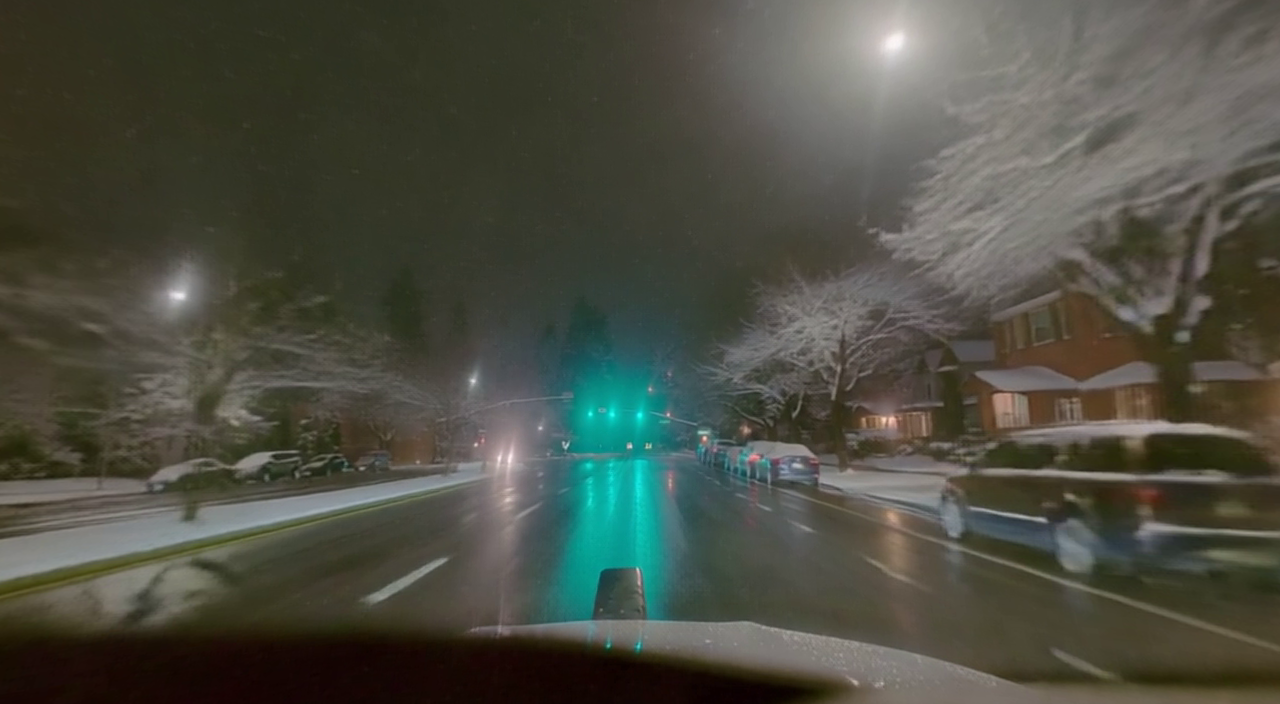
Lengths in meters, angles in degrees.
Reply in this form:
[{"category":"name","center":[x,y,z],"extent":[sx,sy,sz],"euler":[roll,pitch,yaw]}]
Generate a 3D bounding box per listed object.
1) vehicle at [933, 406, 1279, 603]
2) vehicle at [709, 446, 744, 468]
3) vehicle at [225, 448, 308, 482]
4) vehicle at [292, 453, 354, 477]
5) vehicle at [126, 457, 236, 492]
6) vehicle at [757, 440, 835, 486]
[{"category":"vehicle","center":[5.948,1.773,8.210],"extent":[2.004,1.816,4.585],"euler":[0,-9,0]},{"category":"vehicle","center":[6.181,7.547,45.389],"extent":[1.901,1.470,4.580],"euler":[0,-9,0]},{"category":"vehicle","center":[-21.870,6.618,37.008],"extent":[2.001,1.839,4.669],"euler":[0,-9,0]},{"category":"vehicle","center":[-21.759,7.764,43.325],"extent":[1.842,1.496,4.614],"euler":[0,-9,0]},{"category":"vehicle","center":[-22.028,5.862,30.421],"extent":[1.883,1.450,4.659],"euler":[0,-9,-2]},{"category":"vehicle","center":[6.158,4.416,25.296],"extent":[1.918,1.662,4.393],"euler":[0,-9,-1]}]
